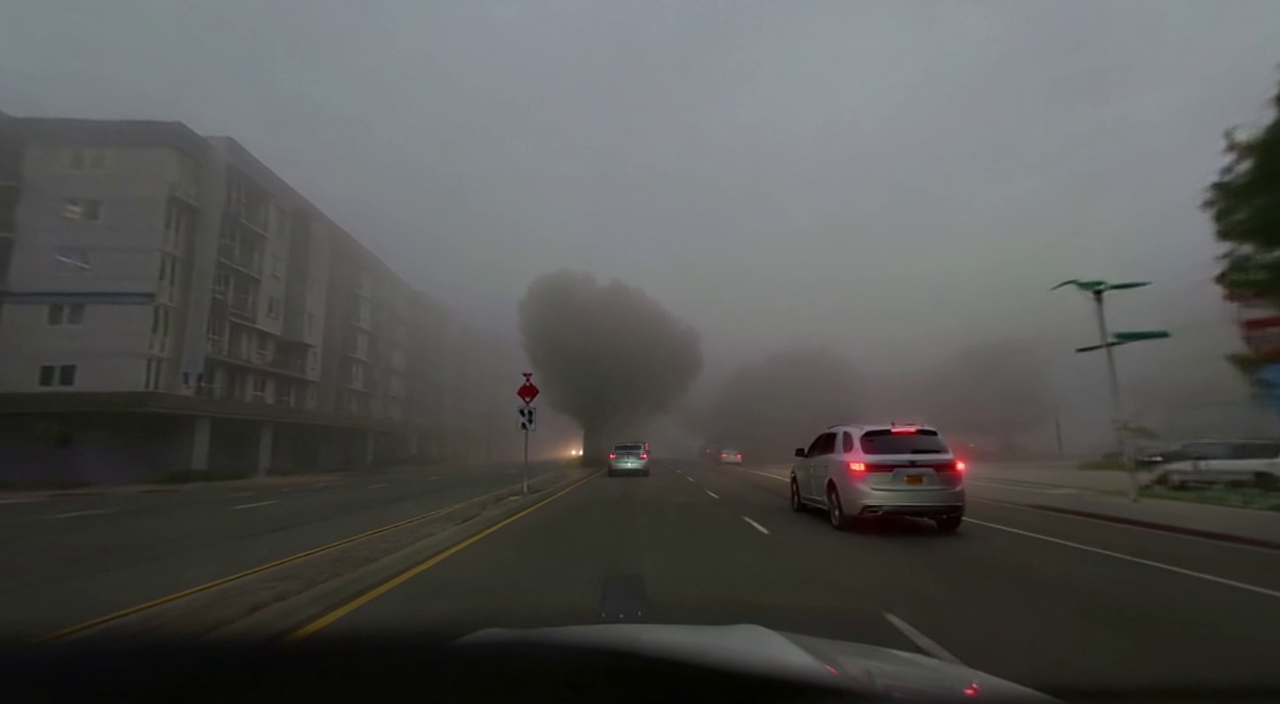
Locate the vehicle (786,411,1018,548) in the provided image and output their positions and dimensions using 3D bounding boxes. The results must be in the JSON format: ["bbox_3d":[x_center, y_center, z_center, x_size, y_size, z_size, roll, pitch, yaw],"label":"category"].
[{"bbox_3d":[3.810,1.926,10.112,1.949,1.723,4.020,0,-8,0],"label":"vehicle"}]

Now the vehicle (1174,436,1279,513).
[{"bbox_3d":[14.498,2.521,13.340,4.607,1.466,2.053,0,-9,-3],"label":"vehicle"}]

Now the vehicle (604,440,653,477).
[{"bbox_3d":[-0.432,4.568,27.359,2.006,1.487,3.535,0,-8,1],"label":"vehicle"}]
